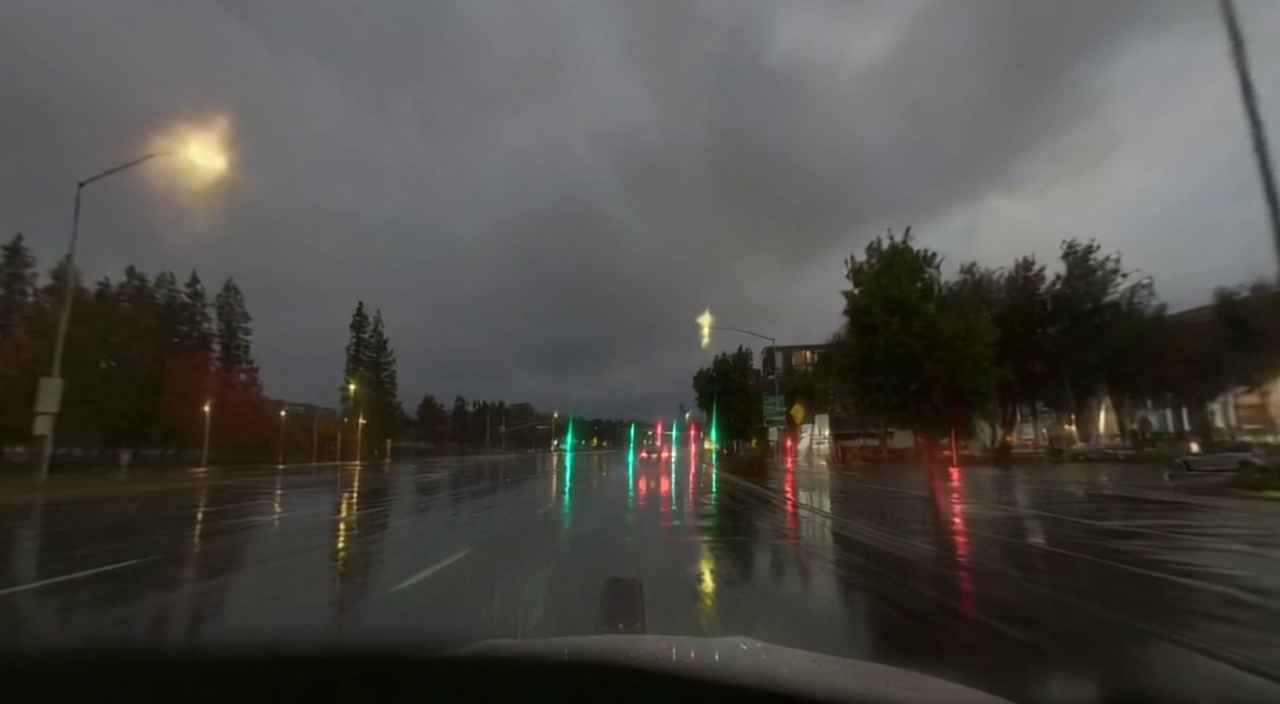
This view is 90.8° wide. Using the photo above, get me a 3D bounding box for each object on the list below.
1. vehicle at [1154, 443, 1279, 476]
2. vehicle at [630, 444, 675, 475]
[{"bbox_3d":[28.021,5.195,30.824,1.839,1.470,4.548,0,-9,-3],"label":"vehicle"},{"bbox_3d":[0.670,5.446,32.279,2.133,1.481,4.276,0,-9,2],"label":"vehicle"}]
